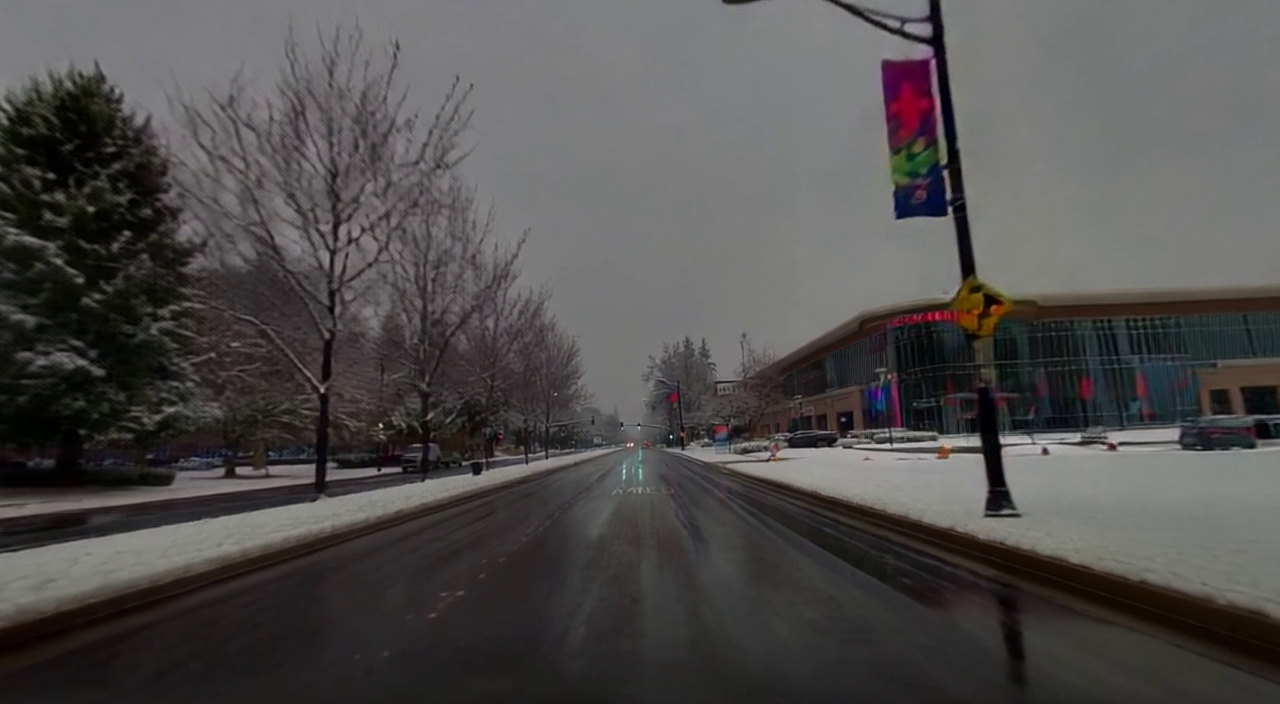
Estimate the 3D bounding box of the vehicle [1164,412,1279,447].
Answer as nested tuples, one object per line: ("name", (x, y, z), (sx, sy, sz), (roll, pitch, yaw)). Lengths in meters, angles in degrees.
("vehicle", (28.081, 3.788, 30.277), (1.895, 1.503, 4.234), (0, -9, 0))
